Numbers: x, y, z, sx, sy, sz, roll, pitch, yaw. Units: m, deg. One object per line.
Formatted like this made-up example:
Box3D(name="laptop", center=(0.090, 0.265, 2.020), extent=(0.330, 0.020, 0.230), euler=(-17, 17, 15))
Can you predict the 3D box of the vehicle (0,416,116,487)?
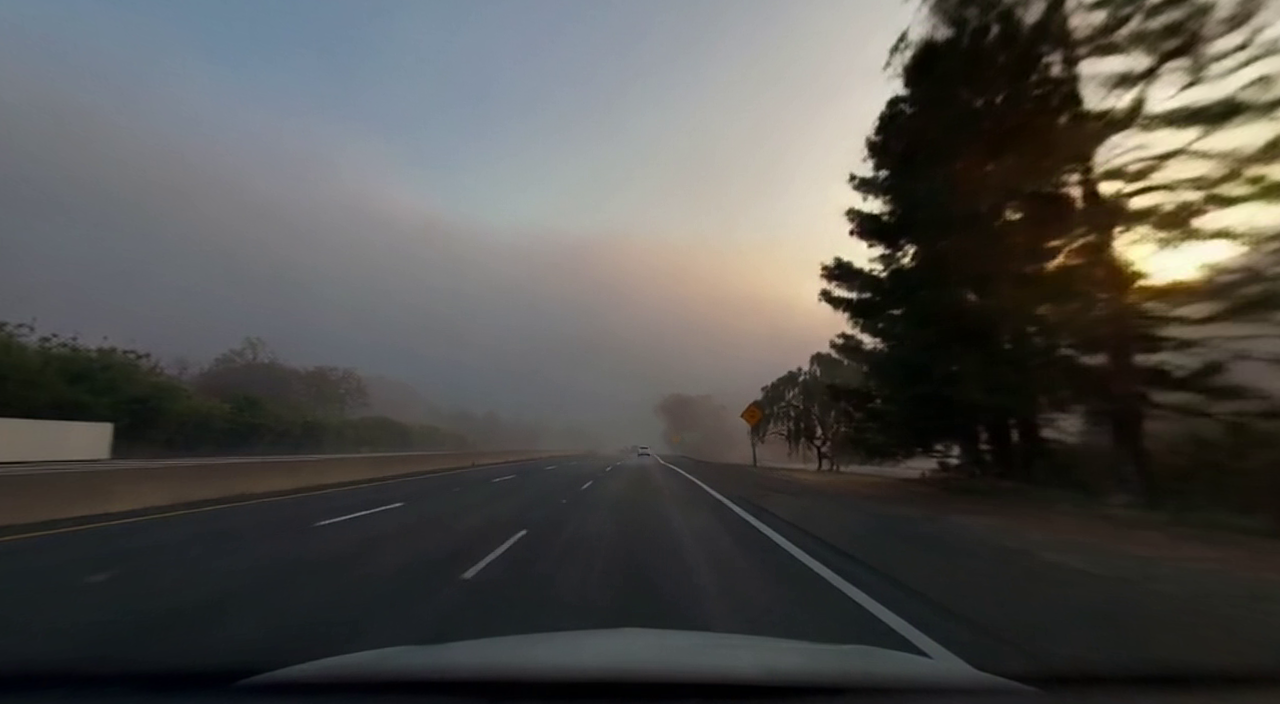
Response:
Box3D(name="vehicle", center=(-39.311, 5.841, 37.038), extent=(2.963, 4.145, 16.363), euler=(0, -9, 0))
